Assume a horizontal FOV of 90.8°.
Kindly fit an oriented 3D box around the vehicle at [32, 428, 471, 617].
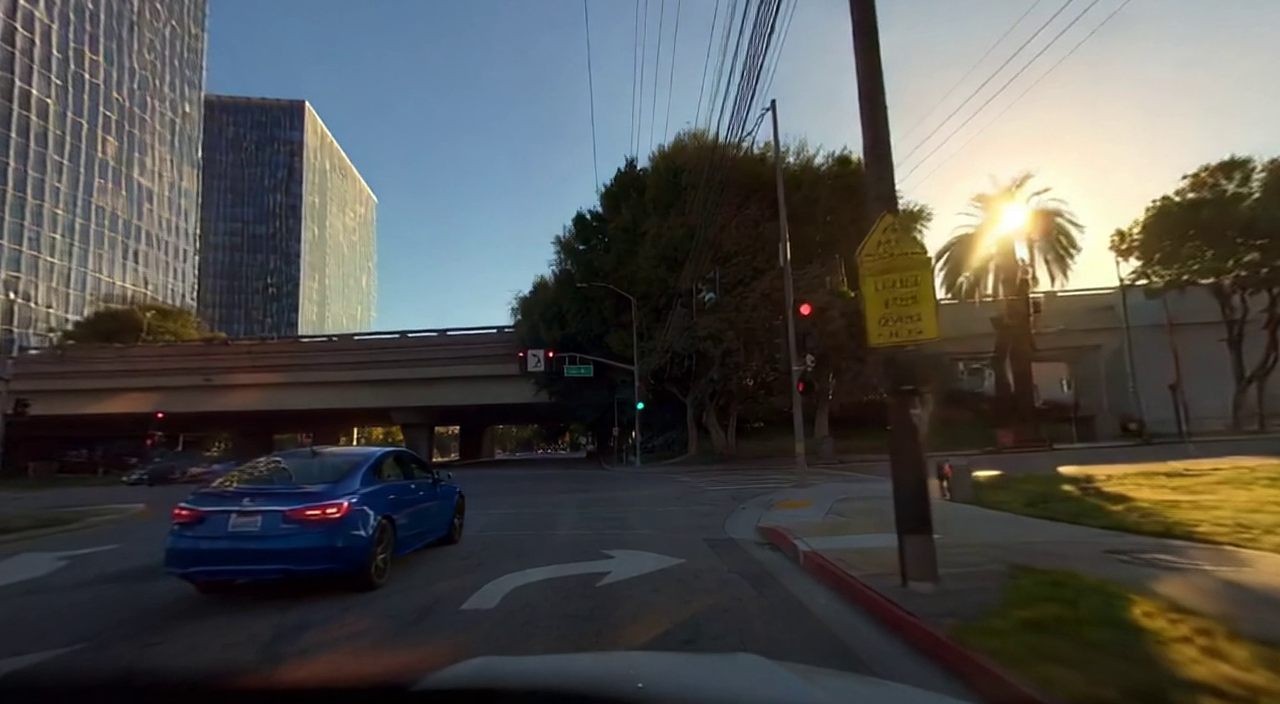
[{"bbox_3d":[-3.670,1.680,7.285,2.154,1.465,4.532,0,-8,0],"label":"vehicle"}]
